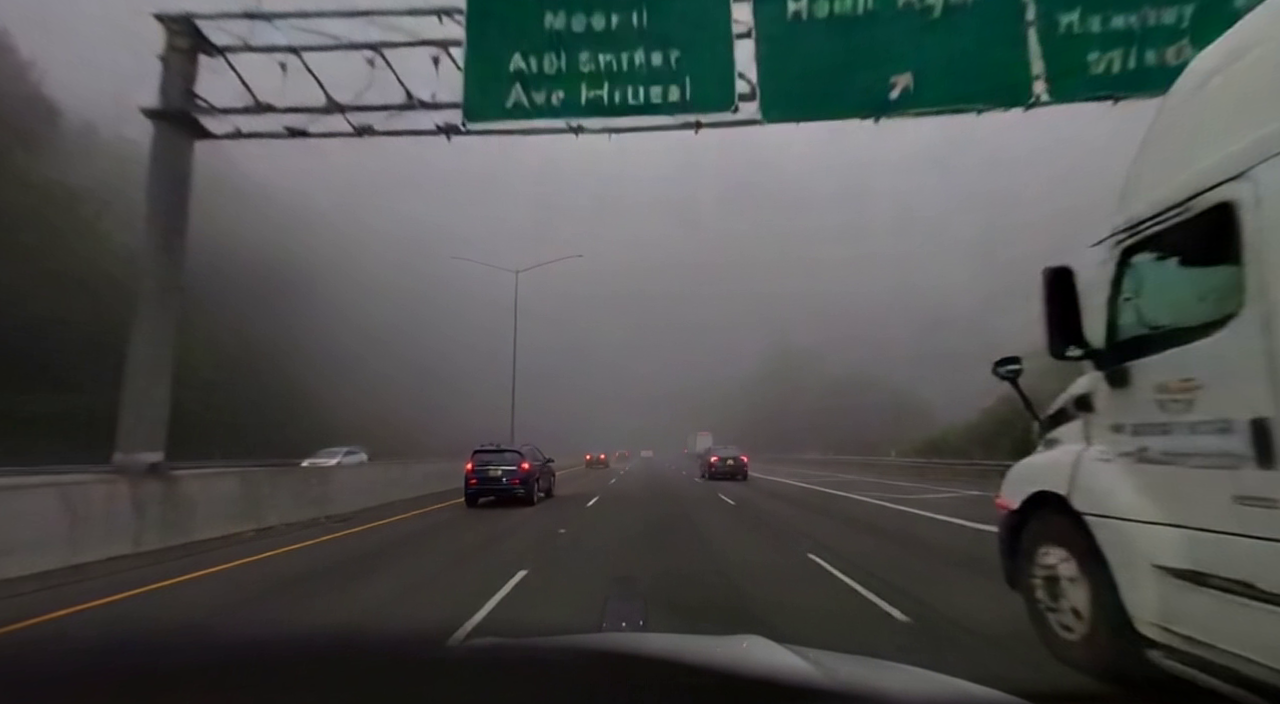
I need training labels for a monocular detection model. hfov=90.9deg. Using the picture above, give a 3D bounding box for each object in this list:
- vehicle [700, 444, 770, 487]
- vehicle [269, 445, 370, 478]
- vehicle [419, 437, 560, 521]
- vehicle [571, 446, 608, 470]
[{"bbox_3d":[3.495,4.251,24.081,2.040,1.461,4.822,-1,-8,1],"label":"vehicle"},{"bbox_3d":[-23.352,8.003,46.710,2.721,2.129,9.070,0,-8,0],"label":"vehicle"},{"bbox_3d":[-3.243,2.836,14.785,1.974,1.589,5.047,-1,-8,1],"label":"vehicle"},{"bbox_3d":[-3.351,7.168,42.846,2.099,1.494,4.504,0,-8,1],"label":"vehicle"}]
